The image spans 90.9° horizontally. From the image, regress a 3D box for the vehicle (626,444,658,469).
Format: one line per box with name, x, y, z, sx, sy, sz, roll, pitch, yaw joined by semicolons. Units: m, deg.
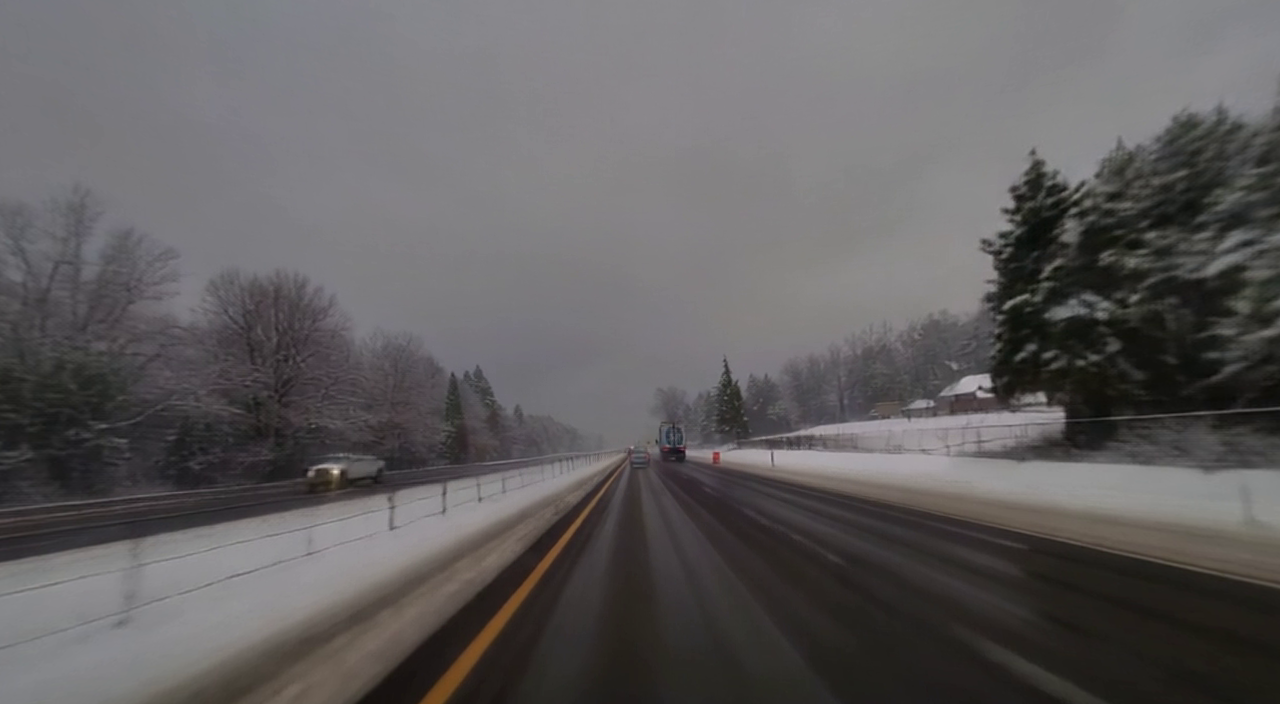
vehicle;0.136;7.058;42.571;2.065;1.573;3.734;0;-9;0
